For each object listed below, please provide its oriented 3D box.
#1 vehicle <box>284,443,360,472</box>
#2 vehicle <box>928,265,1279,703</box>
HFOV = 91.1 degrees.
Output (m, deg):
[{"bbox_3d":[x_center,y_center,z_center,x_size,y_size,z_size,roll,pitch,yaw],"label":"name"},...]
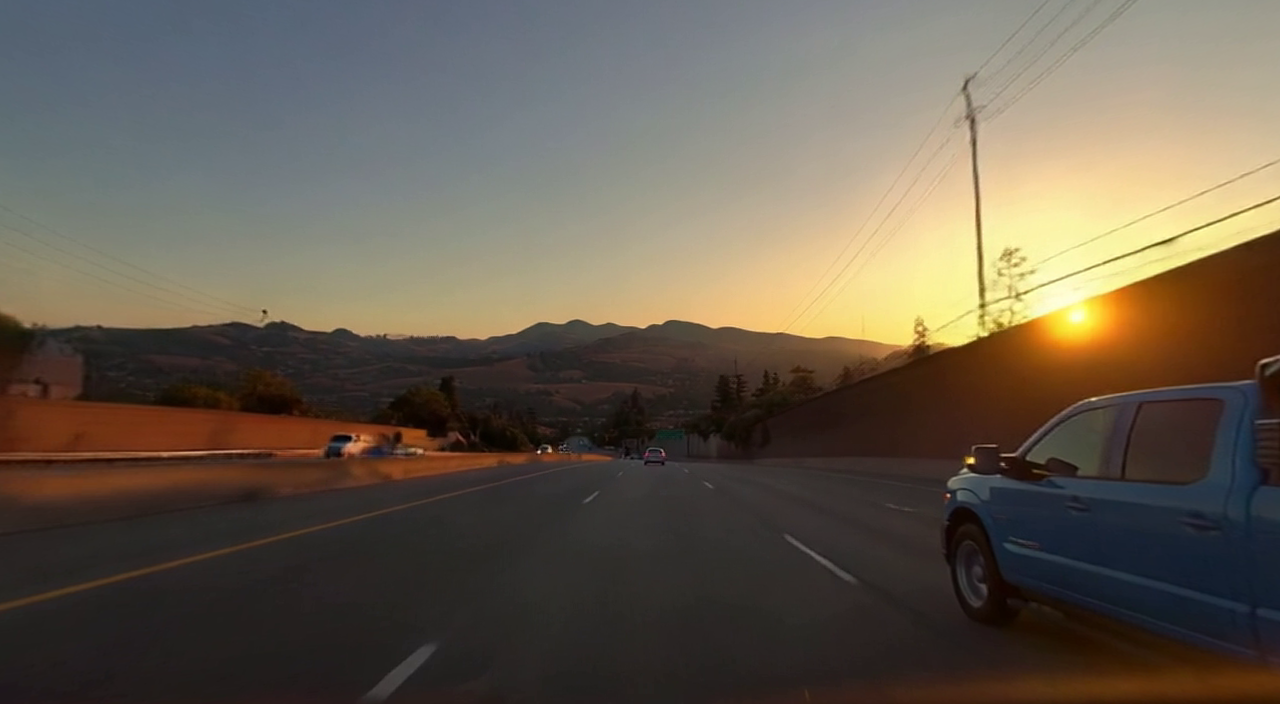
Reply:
[{"bbox_3d":[-17.639,5.852,35.075,1.858,1.465,4.405,0,-9,1],"label":"vehicle"},{"bbox_3d":[4.064,0.756,2.753,2.538,2.228,6.370,0,-9,0],"label":"vehicle"}]
